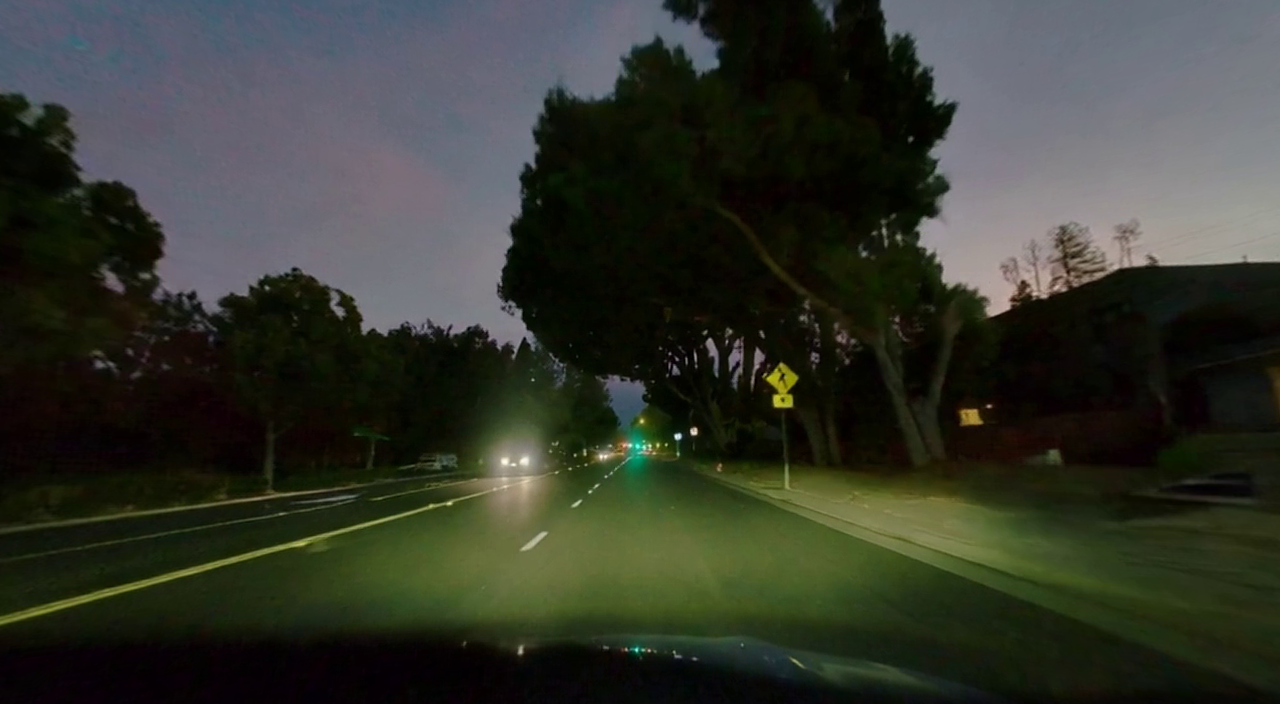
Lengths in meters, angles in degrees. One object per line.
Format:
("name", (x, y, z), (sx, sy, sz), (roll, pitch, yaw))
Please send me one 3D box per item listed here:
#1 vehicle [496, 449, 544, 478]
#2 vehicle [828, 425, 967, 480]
("vehicle", (-7.220, 6.726, 38.495), (1.951, 1.613, 4.654), (0, -8, 1))
("vehicle", (10.519, 4.175, 26.138), (4.583, 1.853, 2.260), (-2, -14, -3))
